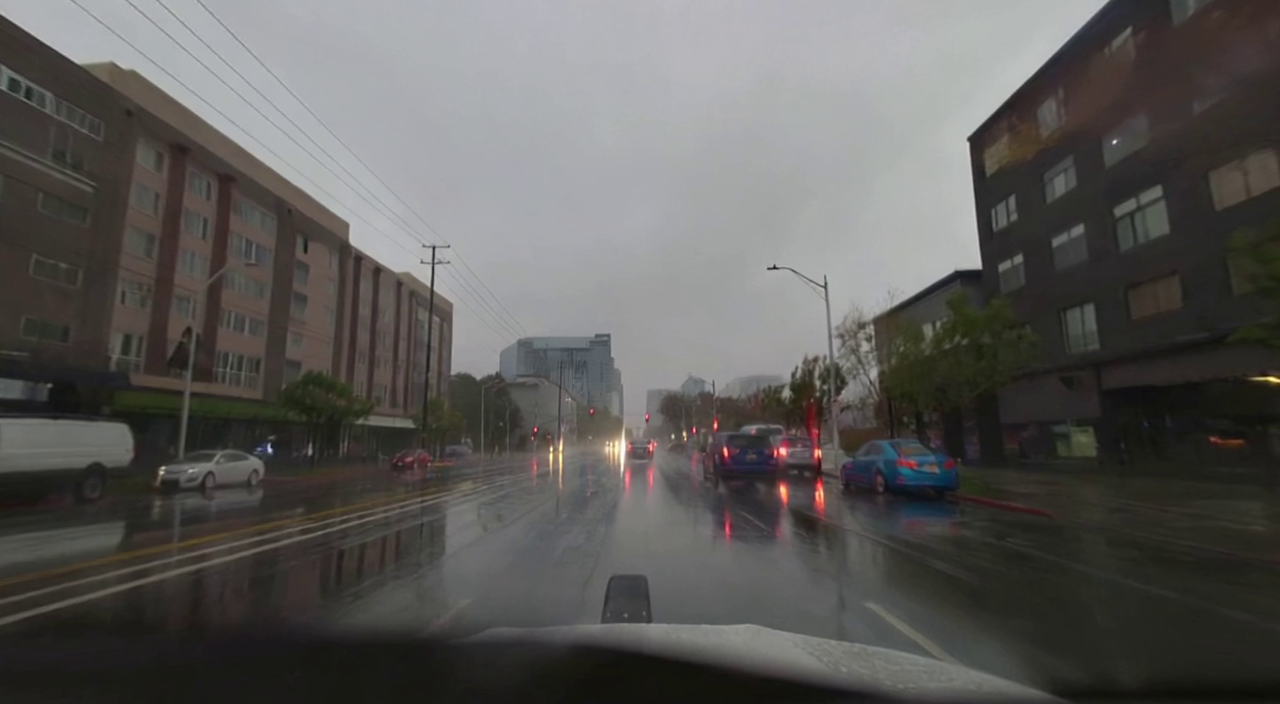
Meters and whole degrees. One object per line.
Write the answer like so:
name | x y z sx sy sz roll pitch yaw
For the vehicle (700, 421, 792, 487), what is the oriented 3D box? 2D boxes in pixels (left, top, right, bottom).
vehicle | 3.377 3.380 21.142 2.159 1.938 4.836 0 -8 -1

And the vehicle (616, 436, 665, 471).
vehicle | 0.048 4.918 30.665 2.245 1.587 4.094 0 -8 1

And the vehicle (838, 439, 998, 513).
vehicle | 6.824 3.067 16.156 2.107 1.589 4.477 1 -8 1

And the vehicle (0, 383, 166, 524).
vehicle | -17.314 2.748 17.157 2.826 3.464 7.453 -1 -8 1

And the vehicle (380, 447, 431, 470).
vehicle | -17.267 7.812 46.639 1.924 1.558 4.620 -1 -8 1

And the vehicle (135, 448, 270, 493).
vehicle | -17.370 4.686 25.412 1.946 1.471 4.912 -1 -8 0
